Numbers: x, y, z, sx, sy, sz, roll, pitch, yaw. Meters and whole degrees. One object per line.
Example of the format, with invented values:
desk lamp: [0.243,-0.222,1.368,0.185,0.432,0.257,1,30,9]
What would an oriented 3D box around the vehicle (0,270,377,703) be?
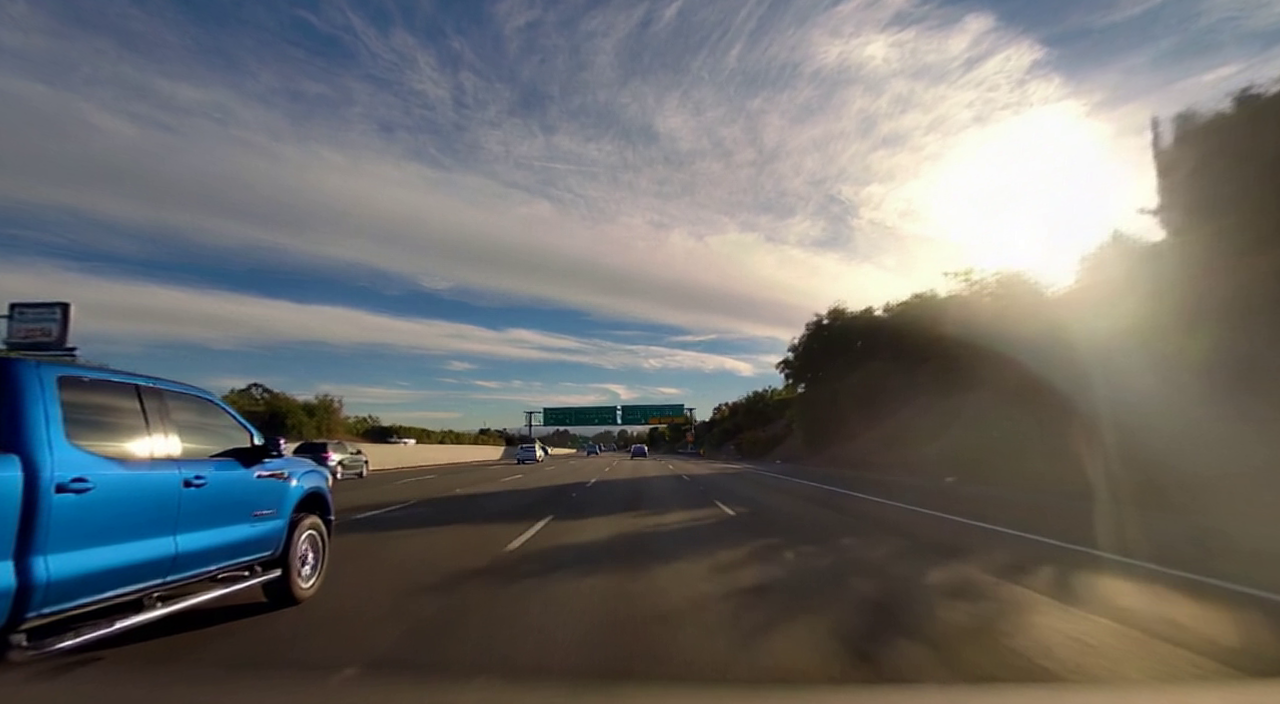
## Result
vehicle: [-3.852,0.764,3.237,2.339,2.004,6.171,0,-9,0]

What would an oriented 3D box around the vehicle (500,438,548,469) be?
vehicle: [-7.729,6.842,42.608,2.260,1.917,5.499,0,-9,-1]
